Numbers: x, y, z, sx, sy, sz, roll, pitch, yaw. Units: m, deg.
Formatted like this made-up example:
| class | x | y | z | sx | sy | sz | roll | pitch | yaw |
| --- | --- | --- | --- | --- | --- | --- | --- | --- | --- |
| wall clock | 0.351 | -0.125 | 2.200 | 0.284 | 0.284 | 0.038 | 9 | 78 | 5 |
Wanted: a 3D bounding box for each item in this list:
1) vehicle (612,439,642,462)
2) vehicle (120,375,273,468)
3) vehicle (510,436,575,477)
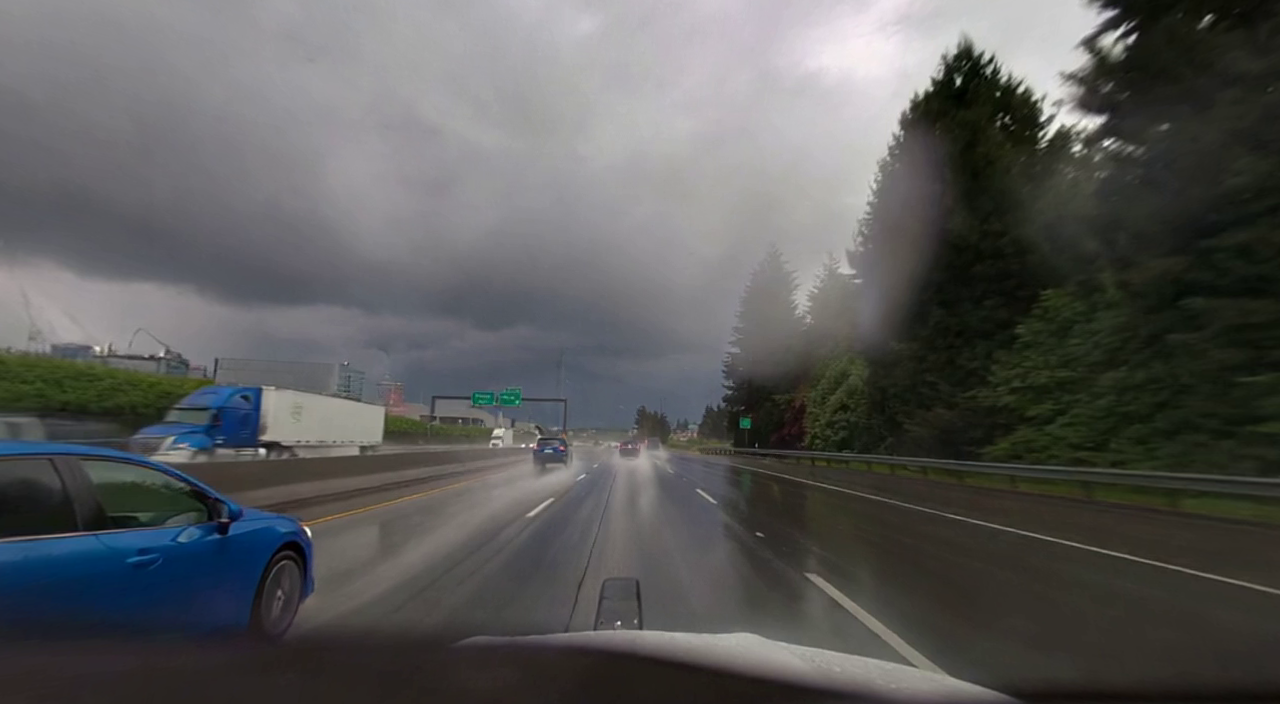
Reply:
| class | x | y | z | sx | sy | sz | roll | pitch | yaw |
| --- | --- | --- | --- | --- | --- | --- | --- | --- | --- |
| vehicle | -1.084 | 7.547 | 48.285 | 2.196 | 1.699 | 4.499 | 0 | -8 | -2 |
| vehicle | -21.106 | 3.438 | 30.417 | 3.036 | 3.998 | 5.938 | 0 | -8 | -2 |
| vehicle | -4.229 | 4.616 | 28.039 | 2.271 | 1.626 | 4.463 | 0 | -8 | -1 |
